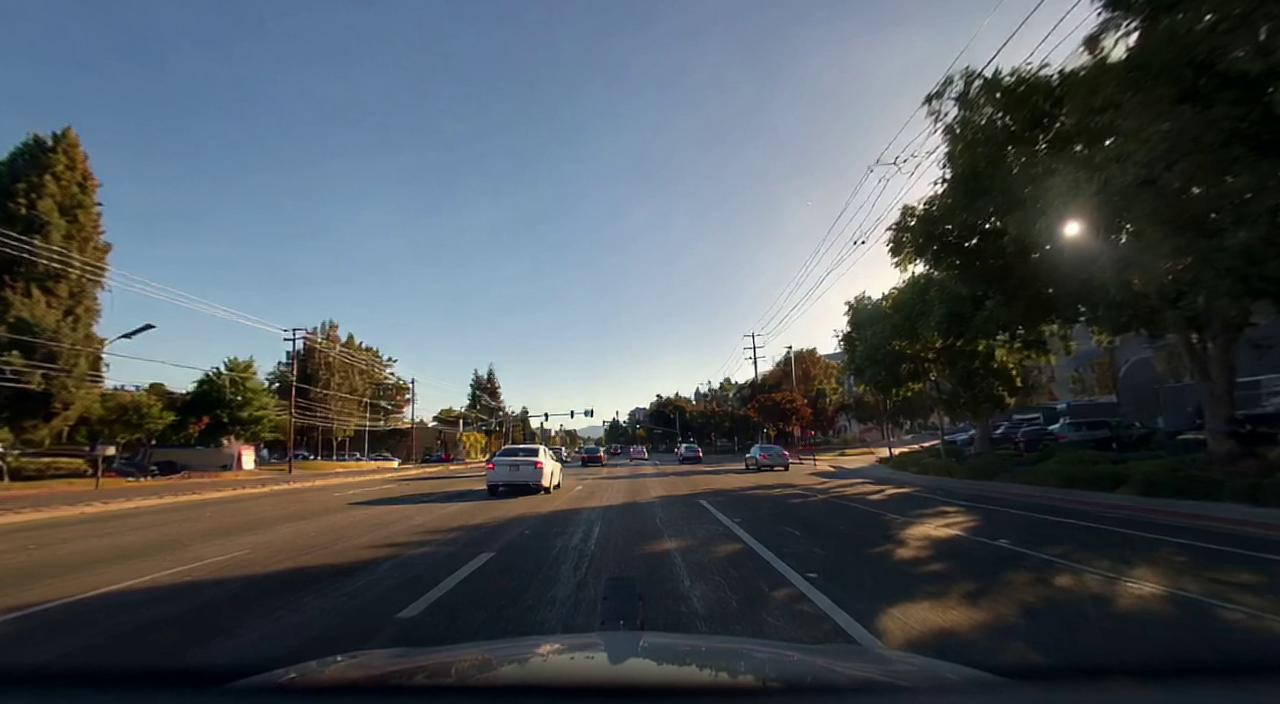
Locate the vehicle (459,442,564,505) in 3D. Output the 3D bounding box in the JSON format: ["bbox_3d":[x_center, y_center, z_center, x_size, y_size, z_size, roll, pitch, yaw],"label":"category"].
[{"bbox_3d":[-3.236,3.147,16.869,1.837,1.463,4.311,0,-8,1],"label":"vehicle"}]

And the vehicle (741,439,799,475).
[{"bbox_3d":[6.590,5.360,32.465,1.945,1.706,4.190,0,-8,-1],"label":"vehicle"}]
